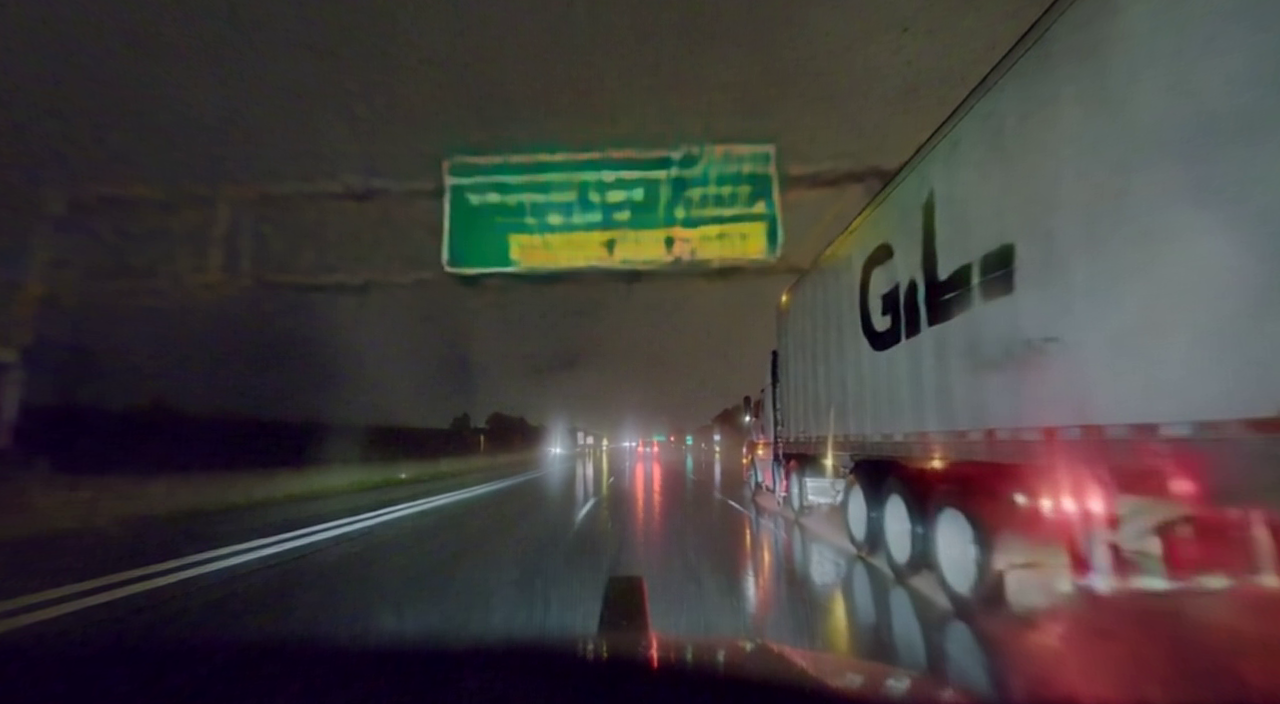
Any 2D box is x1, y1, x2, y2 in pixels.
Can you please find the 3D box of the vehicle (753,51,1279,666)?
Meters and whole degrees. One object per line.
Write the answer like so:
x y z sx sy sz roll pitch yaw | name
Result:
4.122 0.648 9.059 3.027 3.903 10.307 0 -8 0 | vehicle

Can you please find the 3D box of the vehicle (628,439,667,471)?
0.399 5.614 34.532 2.050 1.654 4.192 0 -8 0 | vehicle
